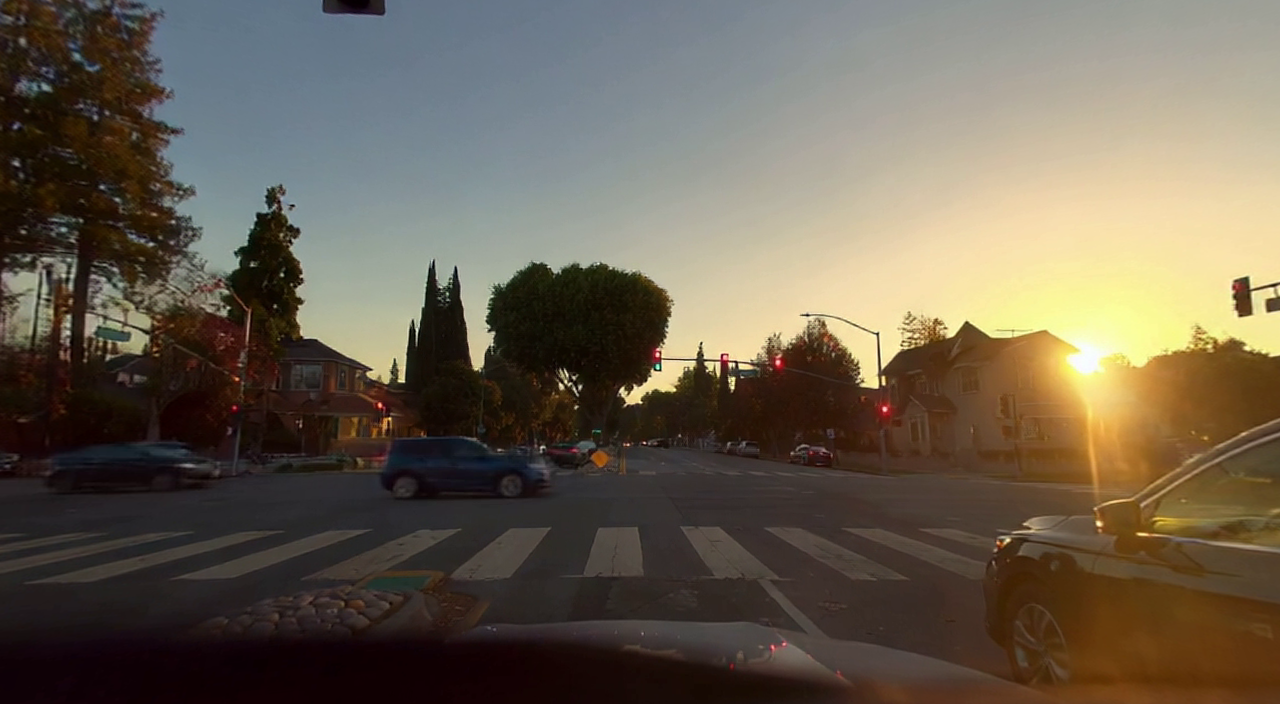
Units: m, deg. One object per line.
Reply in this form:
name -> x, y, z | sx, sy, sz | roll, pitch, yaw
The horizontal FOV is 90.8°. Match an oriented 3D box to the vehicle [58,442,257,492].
vehicle -> -14.875, 3.545, 19.679 | 4.561, 1.468, 1.921 | 0, -8, 0

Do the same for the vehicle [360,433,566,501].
vehicle -> -4.375, 2.914, 16.234 | 4.680, 1.620, 1.943 | 0, -8, 0

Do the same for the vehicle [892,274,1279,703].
vehicle -> 2.716, 0.716, 1.702 | 2.085, 1.800, 4.908 | 0, -9, 1

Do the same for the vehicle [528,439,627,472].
vehicle -> -3.024, 5.114, 31.471 | 4.689, 1.490, 1.920 | 8, -11, -42
